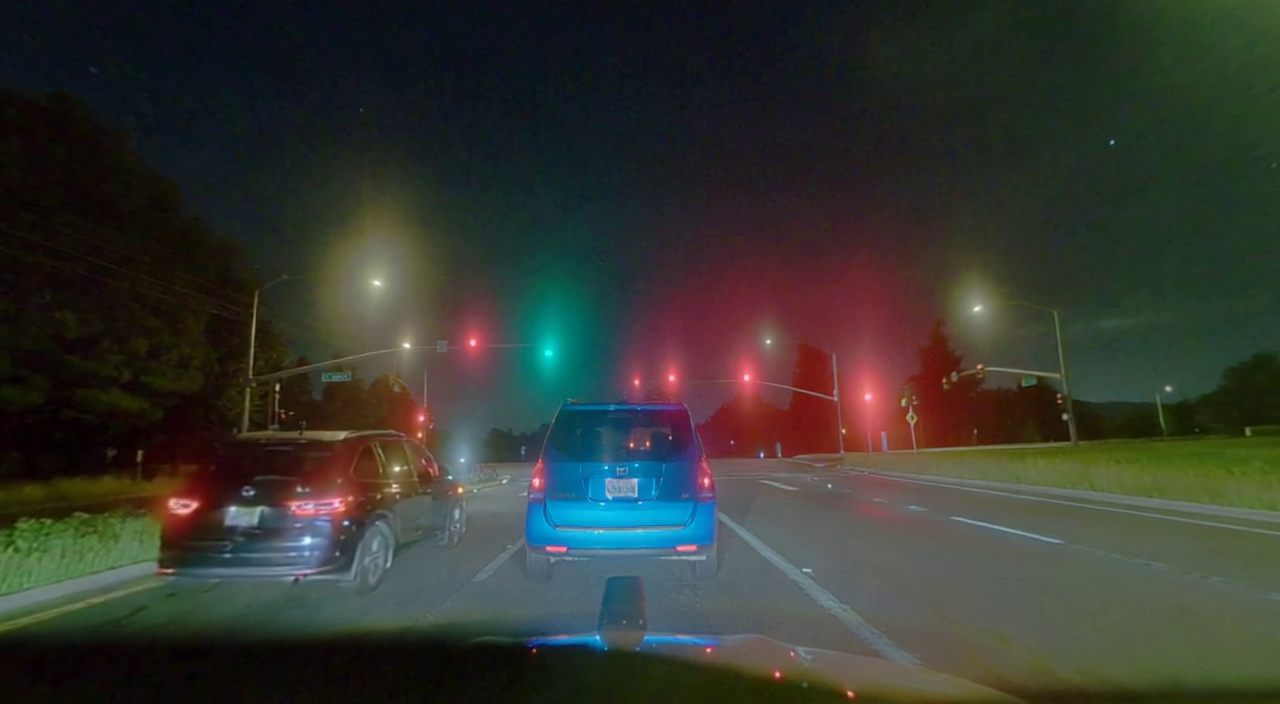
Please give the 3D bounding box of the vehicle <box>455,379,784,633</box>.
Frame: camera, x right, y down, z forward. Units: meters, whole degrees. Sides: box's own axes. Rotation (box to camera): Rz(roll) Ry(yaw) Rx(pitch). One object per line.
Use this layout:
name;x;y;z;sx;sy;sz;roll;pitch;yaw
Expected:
vehicle;-0.169;1.380;6.573;2.298;1.770;4.138;0;-8;-1

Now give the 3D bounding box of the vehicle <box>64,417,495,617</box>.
vehicle;-3.333;1.636;7.425;2.061;1.504;5.142;0;-8;0
